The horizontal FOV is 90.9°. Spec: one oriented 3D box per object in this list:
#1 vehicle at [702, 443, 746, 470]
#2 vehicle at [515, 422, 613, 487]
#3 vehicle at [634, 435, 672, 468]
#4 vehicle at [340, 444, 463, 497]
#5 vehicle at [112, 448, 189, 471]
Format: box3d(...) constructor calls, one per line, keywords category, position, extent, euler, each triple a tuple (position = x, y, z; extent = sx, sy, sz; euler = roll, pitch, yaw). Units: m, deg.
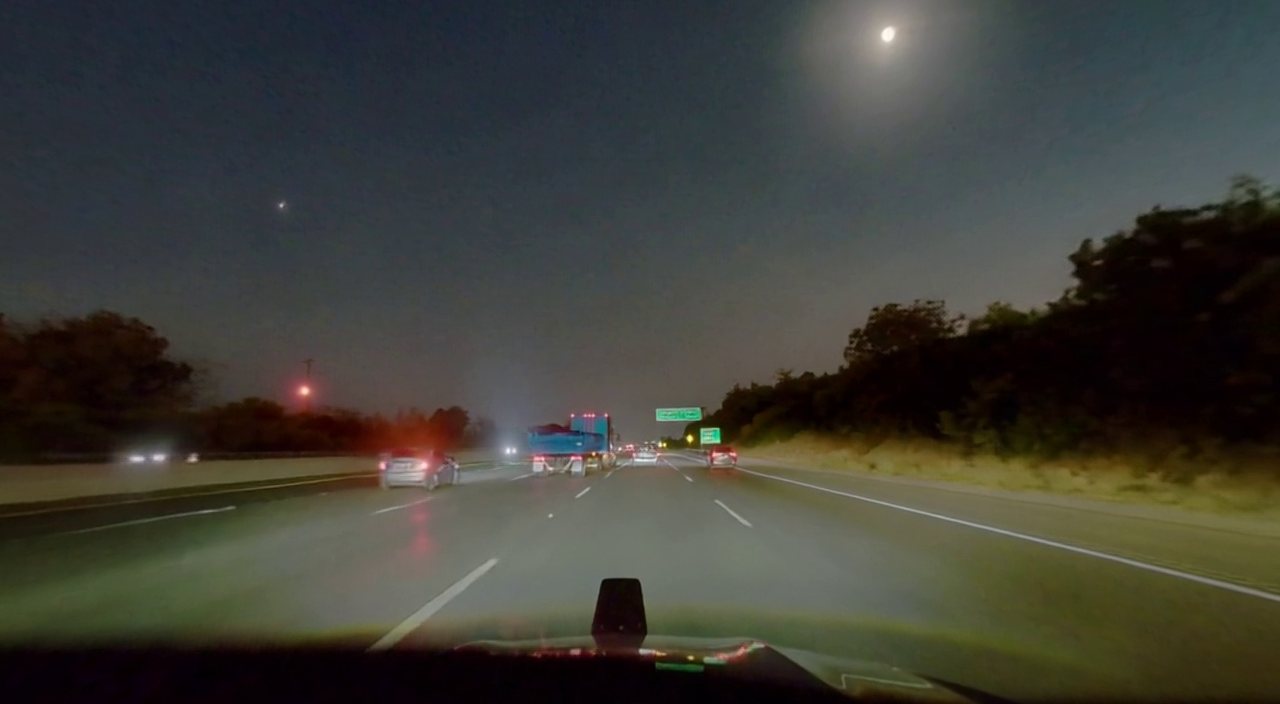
box3d(category="vehicle", position=(4.897, 6.146, 37.269), extent=(1.993, 1.474, 4.230), euler=(0, -8, 0))
box3d(category="vehicle", position=(-3.192, 5.050, 31.845), extent=(2.854, 2.379, 16.653), euler=(0, -9, 0))
box3d(category="vehicle", position=(0.880, 6.465, 41.096), extent=(2.309, 2.023, 5.130), euler=(-1, -8, 1))
box3d(category="vehicle", position=(-7.286, 3.638, 19.873), extent=(1.965, 1.437, 4.592), euler=(-1, -8, 1))
box3d(category="vehicle", position=(-34.667, 7.620, 44.859), extent=(1.771, 1.463, 4.484), euler=(-1, -8, 2))
